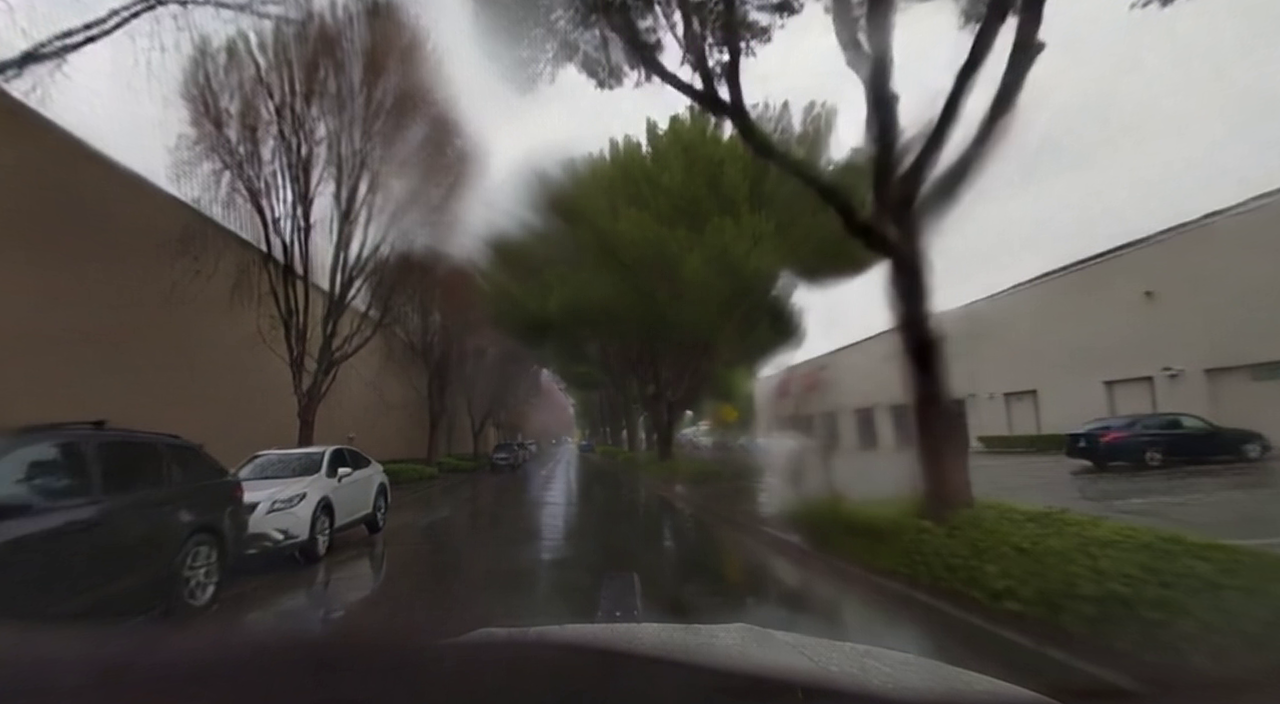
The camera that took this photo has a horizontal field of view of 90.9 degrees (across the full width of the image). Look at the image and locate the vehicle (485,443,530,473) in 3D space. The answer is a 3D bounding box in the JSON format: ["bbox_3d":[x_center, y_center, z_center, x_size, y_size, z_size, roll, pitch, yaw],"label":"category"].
[{"bbox_3d":[-7.749,6.248,37.285,2.040,1.501,4.440,-3,-9,-6],"label":"vehicle"}]

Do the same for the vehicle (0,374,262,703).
[{"bbox_3d":[-4.056,1.074,3.289,1.902,1.712,4.729,-2,-9,-9],"label":"vehicle"}]

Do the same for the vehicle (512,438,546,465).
[{"bbox_3d":[-8.650,7.792,49.293,2.161,1.843,5.181,-3,-9,-6],"label":"vehicle"}]
